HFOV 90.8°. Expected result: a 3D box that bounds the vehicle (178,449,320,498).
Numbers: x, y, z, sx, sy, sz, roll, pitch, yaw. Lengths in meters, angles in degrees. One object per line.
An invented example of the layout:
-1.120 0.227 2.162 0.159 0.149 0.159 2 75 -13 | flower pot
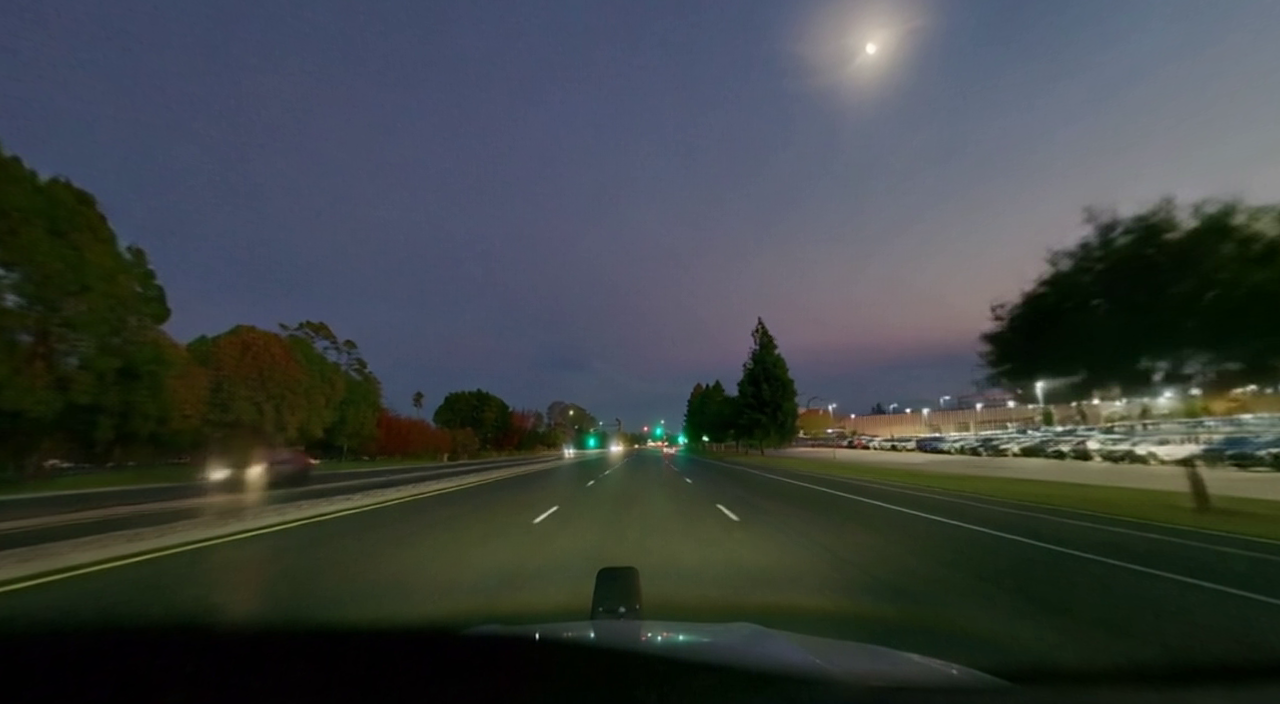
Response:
-13.226 4.106 21.781 1.863 1.456 4.579 0 -8 1 | vehicle
